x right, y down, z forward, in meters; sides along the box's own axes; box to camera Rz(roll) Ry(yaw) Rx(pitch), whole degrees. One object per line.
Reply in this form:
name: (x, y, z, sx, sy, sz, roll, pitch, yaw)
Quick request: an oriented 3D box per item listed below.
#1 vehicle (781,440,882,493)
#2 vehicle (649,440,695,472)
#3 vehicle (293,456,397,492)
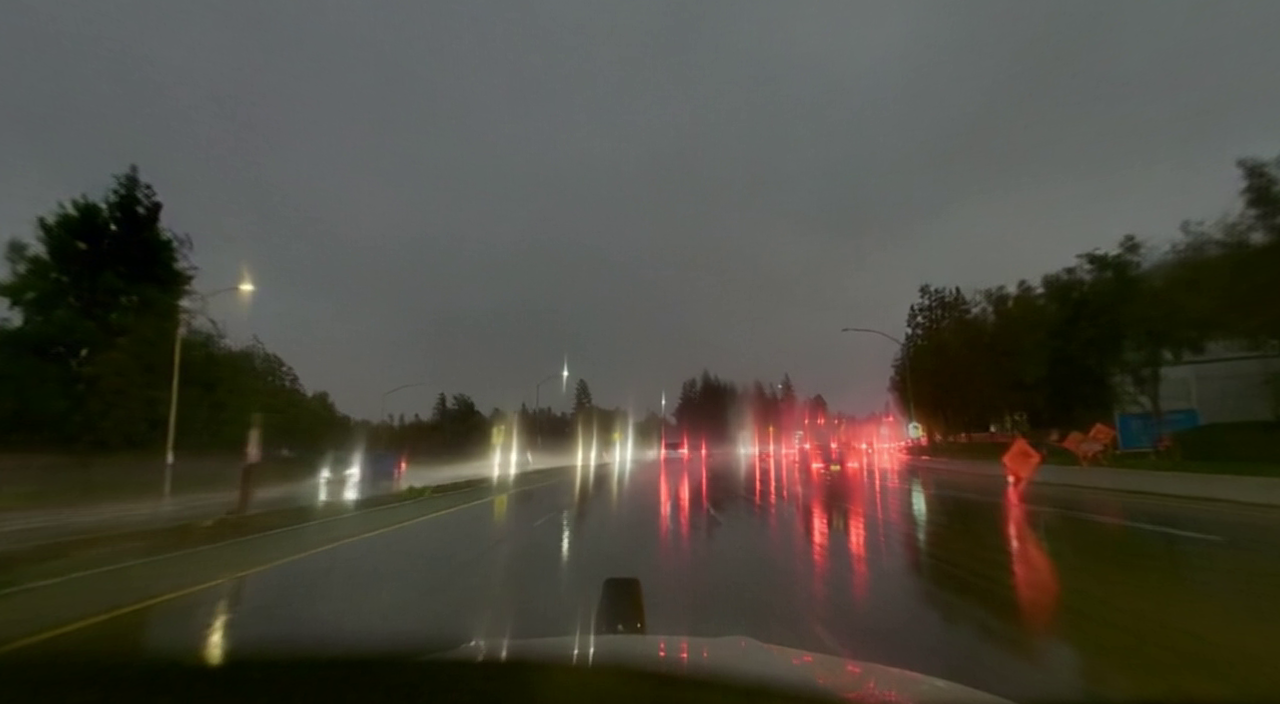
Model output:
vehicle: (5.855, 3.526, 19.864, 2.044, 1.474, 4.083, -1, -9, 3)
vehicle: (1.872, 5.882, 35.802, 2.201, 1.676, 4.541, -1, -9, 7)
vehicle: (-13.673, 5.667, 29.677, 2.205, 1.446, 4.840, -1, -9, 5)
